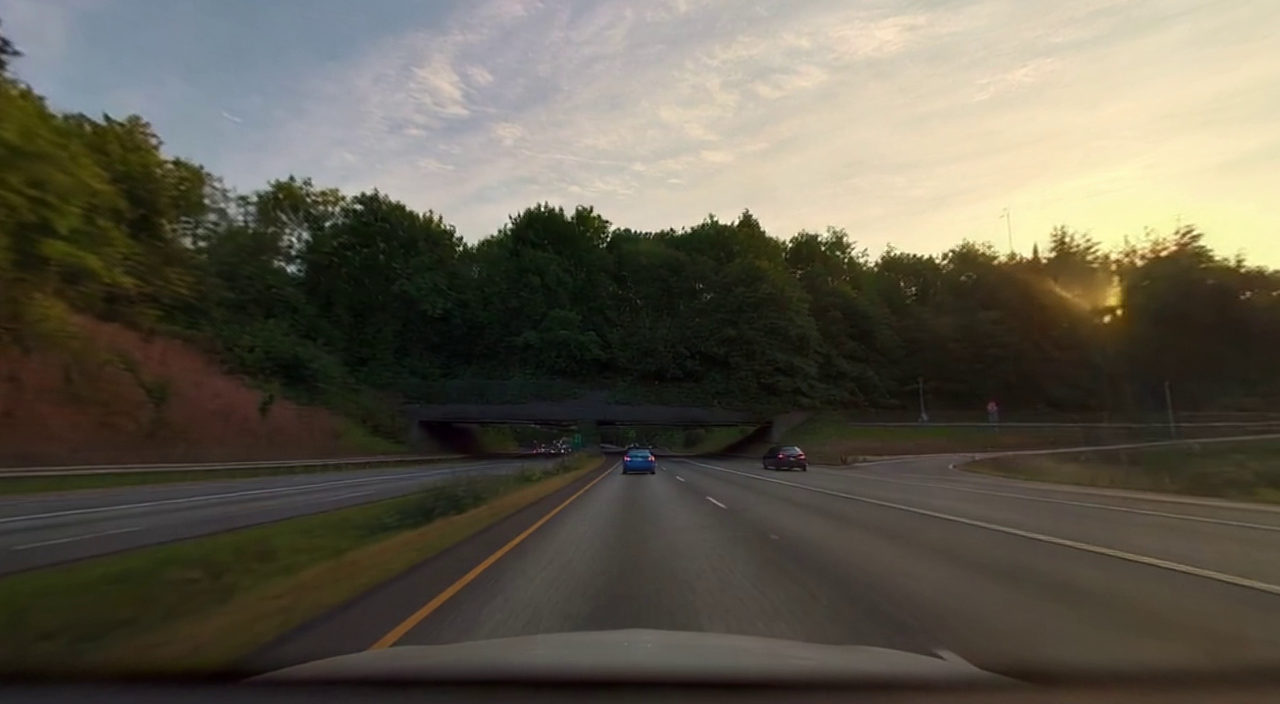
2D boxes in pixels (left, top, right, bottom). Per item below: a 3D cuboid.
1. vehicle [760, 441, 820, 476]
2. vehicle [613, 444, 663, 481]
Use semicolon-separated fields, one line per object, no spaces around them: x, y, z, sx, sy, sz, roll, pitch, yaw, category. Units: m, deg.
7.580;5.417;32.297;2.006;1.639;4.087;0;-9;-1;vehicle
-0.115;4.915;28.314;2.069;1.523;4.012;0;-9;-1;vehicle
